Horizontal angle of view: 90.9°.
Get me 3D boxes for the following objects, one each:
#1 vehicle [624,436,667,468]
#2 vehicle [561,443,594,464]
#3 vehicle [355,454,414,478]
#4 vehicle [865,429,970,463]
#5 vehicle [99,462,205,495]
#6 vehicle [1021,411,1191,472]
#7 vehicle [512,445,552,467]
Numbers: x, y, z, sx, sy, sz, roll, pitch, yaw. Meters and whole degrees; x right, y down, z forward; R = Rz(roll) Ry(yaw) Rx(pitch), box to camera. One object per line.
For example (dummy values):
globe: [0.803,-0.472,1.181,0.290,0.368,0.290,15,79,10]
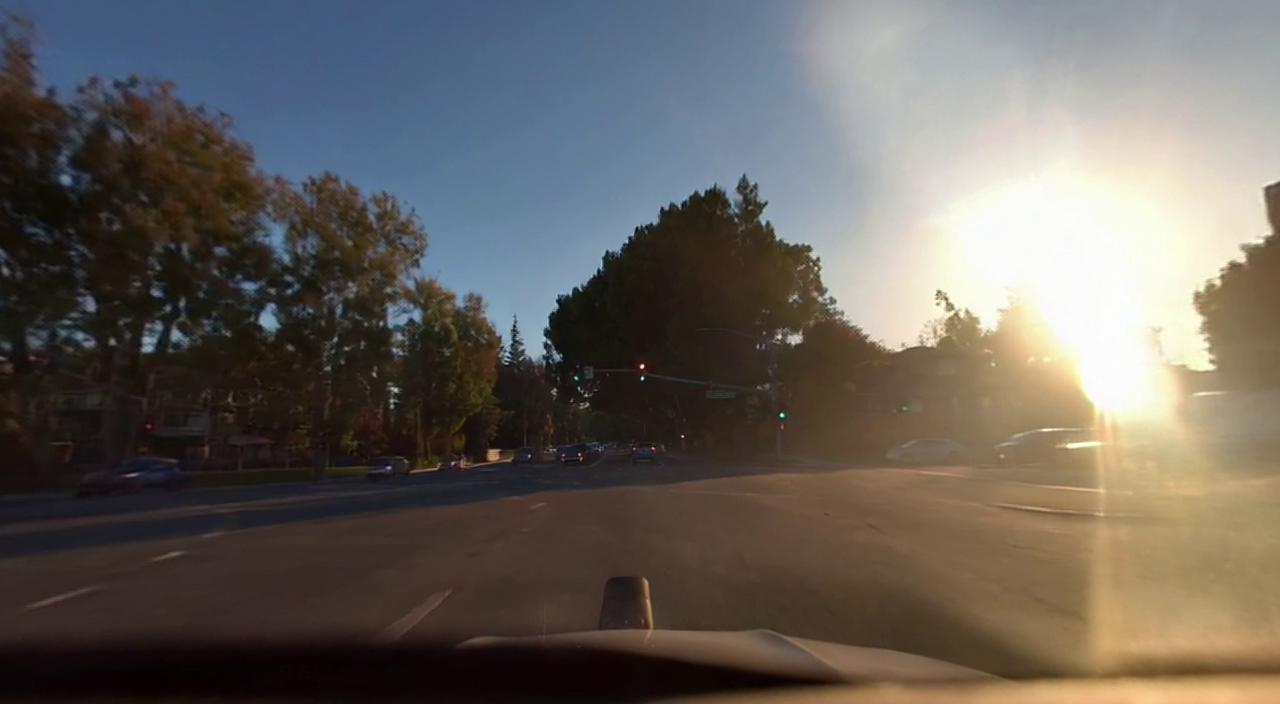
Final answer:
vehicle: [0.318,5.984,37.826,2.437,1.737,4.420,-1,-8,0]
vehicle: [-4.742,7.761,48.392,1.994,1.494,4.599,-1,-8,1]
vehicle: [-19.270,8.607,47.785,2.164,1.556,4.678,-2,-8,5]
vehicle: [15.212,5.200,34.777,4.732,1.713,2.257,-1,-8,3]
vehicle: [-26.825,6.937,34.741,4.403,1.511,2.024,6,-10,-38]
vehicle: [17.524,3.394,23.895,4.554,1.704,2.121,-7,-8,2]
vehicle: [-7.804,7.535,45.940,2.154,1.499,4.461,-1,-8,0]
